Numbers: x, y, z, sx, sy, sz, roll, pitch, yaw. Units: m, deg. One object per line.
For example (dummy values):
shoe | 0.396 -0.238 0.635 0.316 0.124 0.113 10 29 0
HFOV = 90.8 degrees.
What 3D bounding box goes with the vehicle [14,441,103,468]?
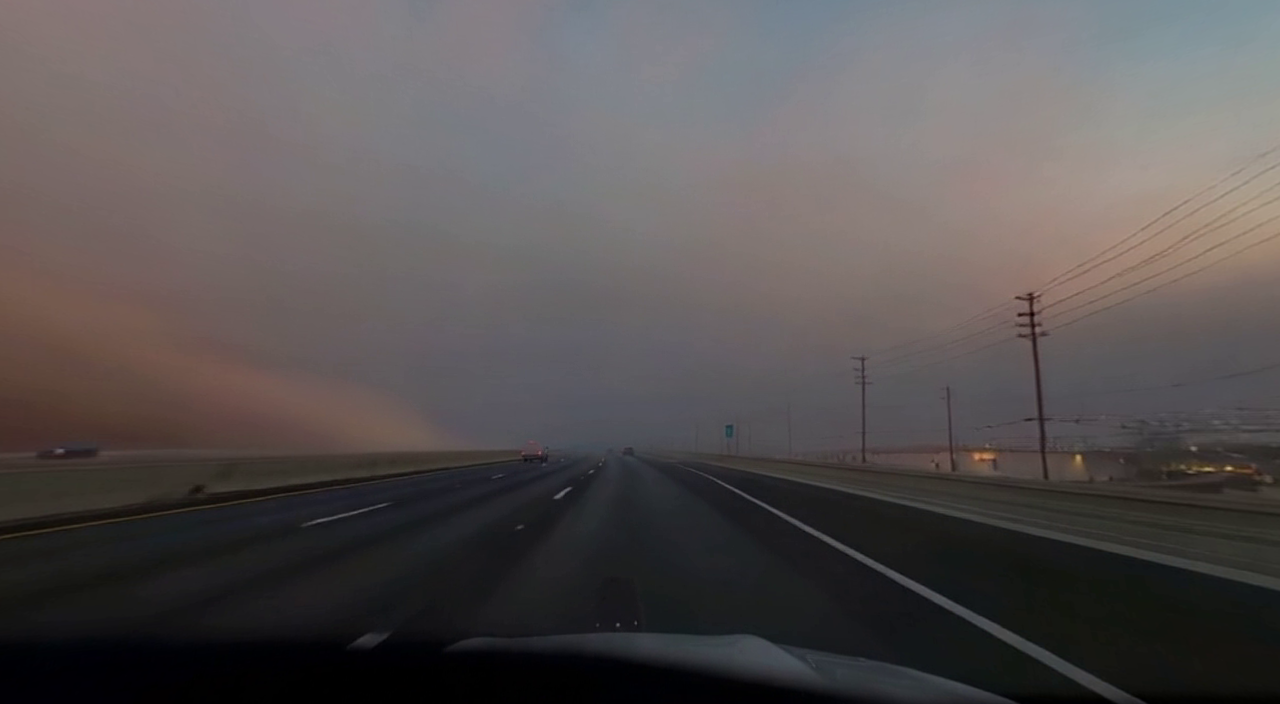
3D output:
vehicle | -41.537 7.313 45.304 2.052 1.863 4.692 0 -8 -3
